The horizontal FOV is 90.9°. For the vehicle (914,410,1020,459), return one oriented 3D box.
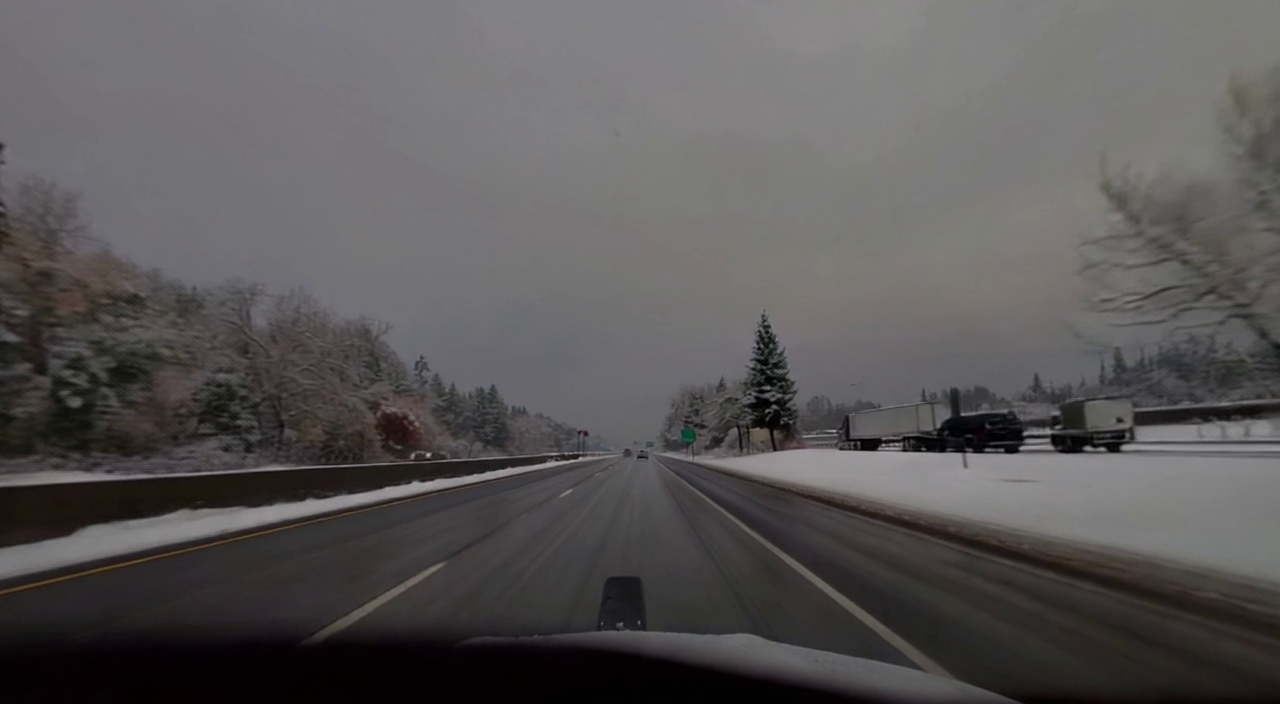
[{"bbox_3d":[20.786,5.420,40.683,2.558,2.886,7.552,0,-9,-2],"label":"vehicle"}]
